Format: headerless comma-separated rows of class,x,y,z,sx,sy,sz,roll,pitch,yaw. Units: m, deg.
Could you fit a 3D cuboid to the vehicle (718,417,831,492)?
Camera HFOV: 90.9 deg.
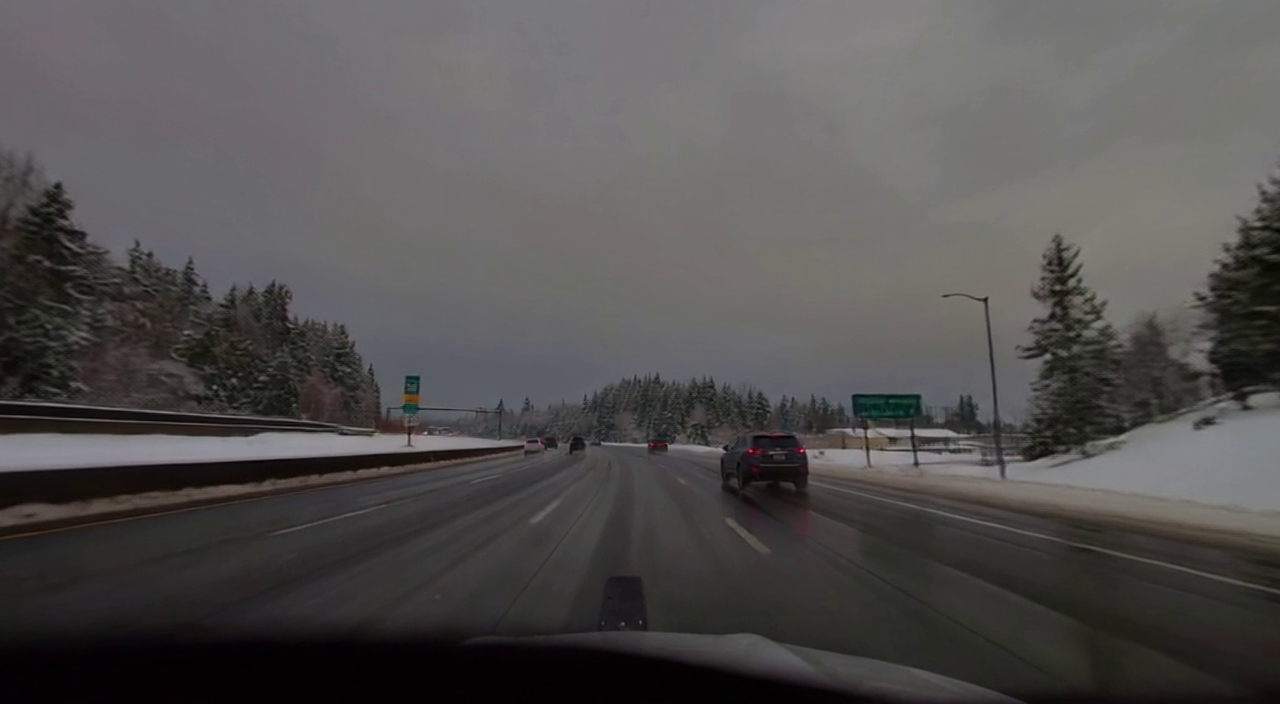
vehicle,3.505,2.781,17.367,2.043,1.795,4.347,0,-8,-2

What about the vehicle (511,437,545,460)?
vehicle,-8.568,7.397,48.465,2.064,1.645,4.286,0,-8,-4
